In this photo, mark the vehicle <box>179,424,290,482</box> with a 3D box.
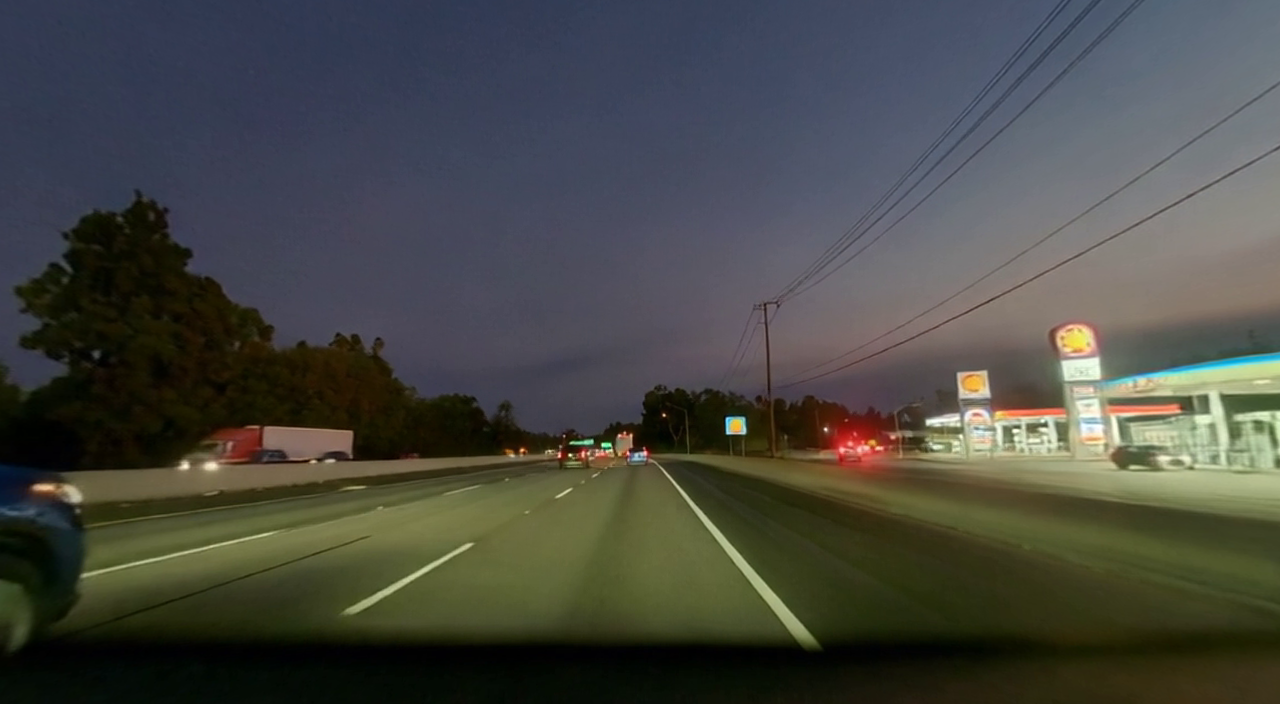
[{"bbox_3d":[-30.372,7.599,47.854,2.982,3.933,8.231,0,-8,-1],"label":"vehicle"}]

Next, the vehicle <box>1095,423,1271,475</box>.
[{"bbox_3d":[34.852,6.343,40.836,7.976,2.684,2.905,-3,-15,7],"label":"vehicle"}]

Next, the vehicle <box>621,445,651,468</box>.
[{"bbox_3d":[-0.340,7.305,44.386,1.982,1.524,3.800,0,-8,-2],"label":"vehicle"}]

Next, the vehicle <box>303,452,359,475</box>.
[{"bbox_3d":[-22.544,8.123,46.149,1.851,1.577,4.503,0,-8,-1],"label":"vehicle"}]

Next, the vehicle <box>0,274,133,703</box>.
[{"bbox_3d":[-4.209,0.348,0.327,2.694,2.081,6.099,0,-8,1],"label":"vehicle"}]

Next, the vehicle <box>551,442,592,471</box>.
[{"bbox_3d":[-4.615,7.080,42.992,2.273,1.884,4.515,0,-8,0],"label":"vehicle"}]
